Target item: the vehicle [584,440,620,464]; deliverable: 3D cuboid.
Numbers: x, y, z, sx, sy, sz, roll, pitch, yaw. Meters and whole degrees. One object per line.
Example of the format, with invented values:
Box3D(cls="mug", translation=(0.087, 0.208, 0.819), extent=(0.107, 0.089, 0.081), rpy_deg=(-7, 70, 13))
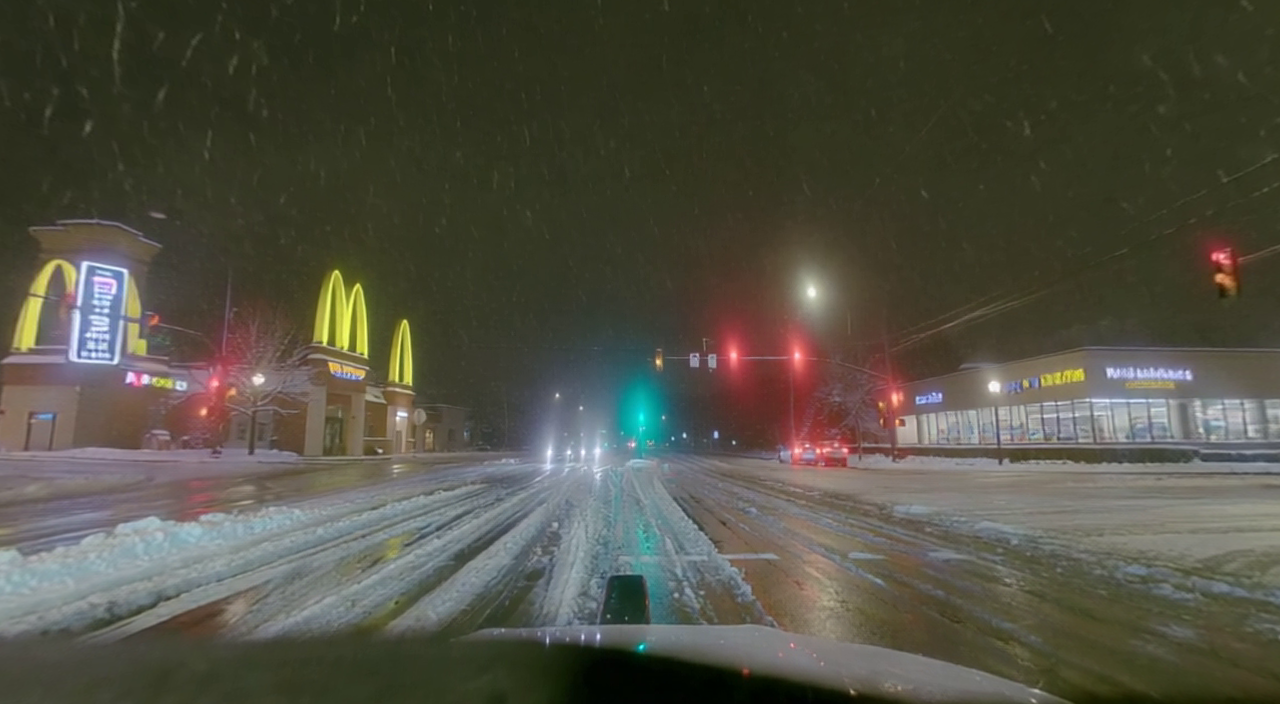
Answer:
Box3D(cls="vehicle", translation=(-2.500, 6.649, 42.097), extent=(2.104, 1.468, 4.195), rpy_deg=(0, -8, 0))
